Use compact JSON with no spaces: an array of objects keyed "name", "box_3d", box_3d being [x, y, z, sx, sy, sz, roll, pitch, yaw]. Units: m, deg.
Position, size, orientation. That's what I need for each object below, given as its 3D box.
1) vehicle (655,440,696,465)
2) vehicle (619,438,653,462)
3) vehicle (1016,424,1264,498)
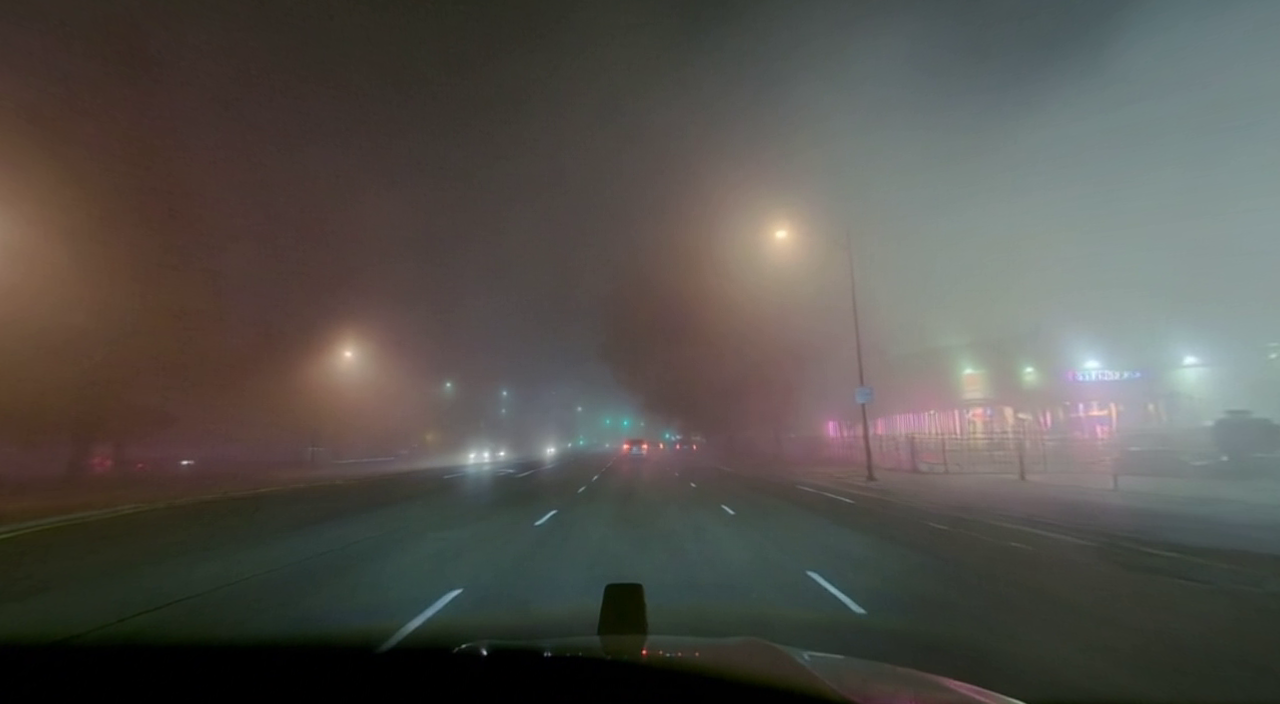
[{"name":"vehicle","box_3d":[2.340,6.404,40.415,1.974,1.490,4.231,-2,-9,12]},{"name":"vehicle","box_3d":[-0.249,7.230,46.760,2.000,1.671,4.276,-1,-8,6]},{"name":"vehicle","box_3d":[12.251,2.662,15.931,1.948,1.466,4.520,-1,-7,-15]}]
